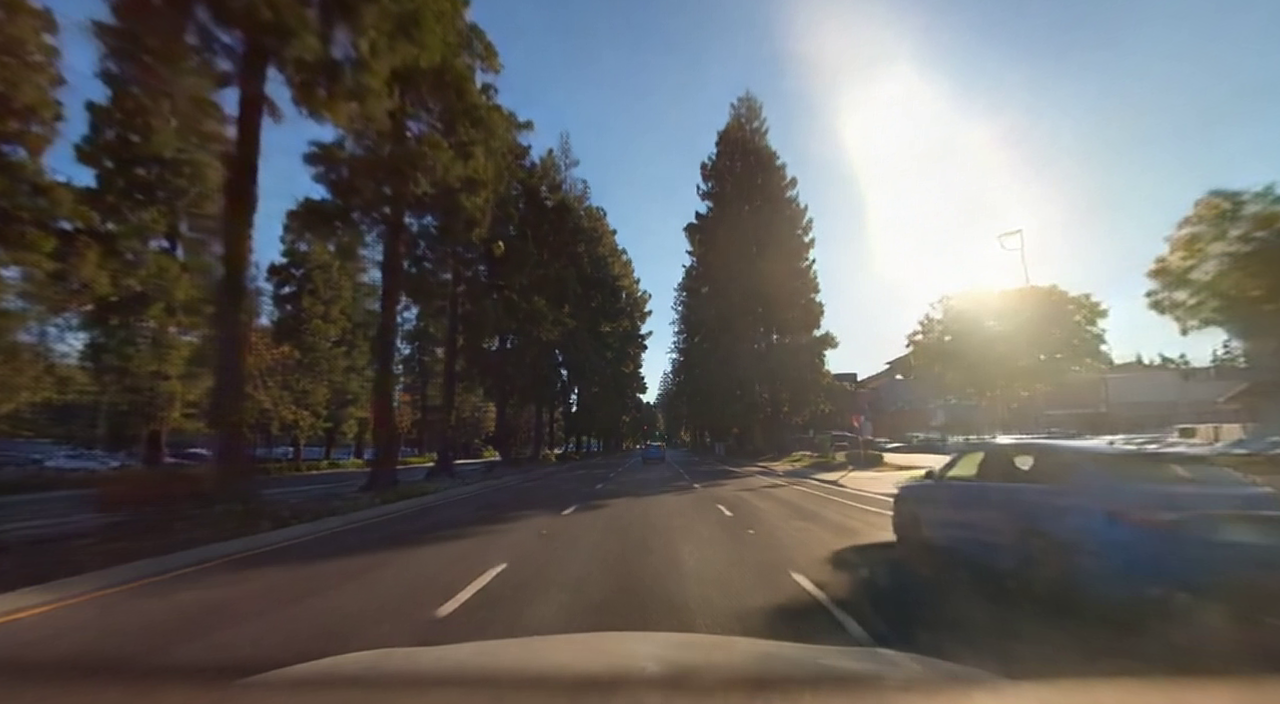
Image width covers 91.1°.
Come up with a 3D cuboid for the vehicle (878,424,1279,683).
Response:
[{"bbox_3d":[4.198,1.514,5.989,2.053,1.482,4.568,0,-8,0],"label":"vehicle"}]

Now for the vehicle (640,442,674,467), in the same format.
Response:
[{"bbox_3d":[1.075,6.710,41.336,2.144,1.505,4.128,0,-8,1],"label":"vehicle"}]
